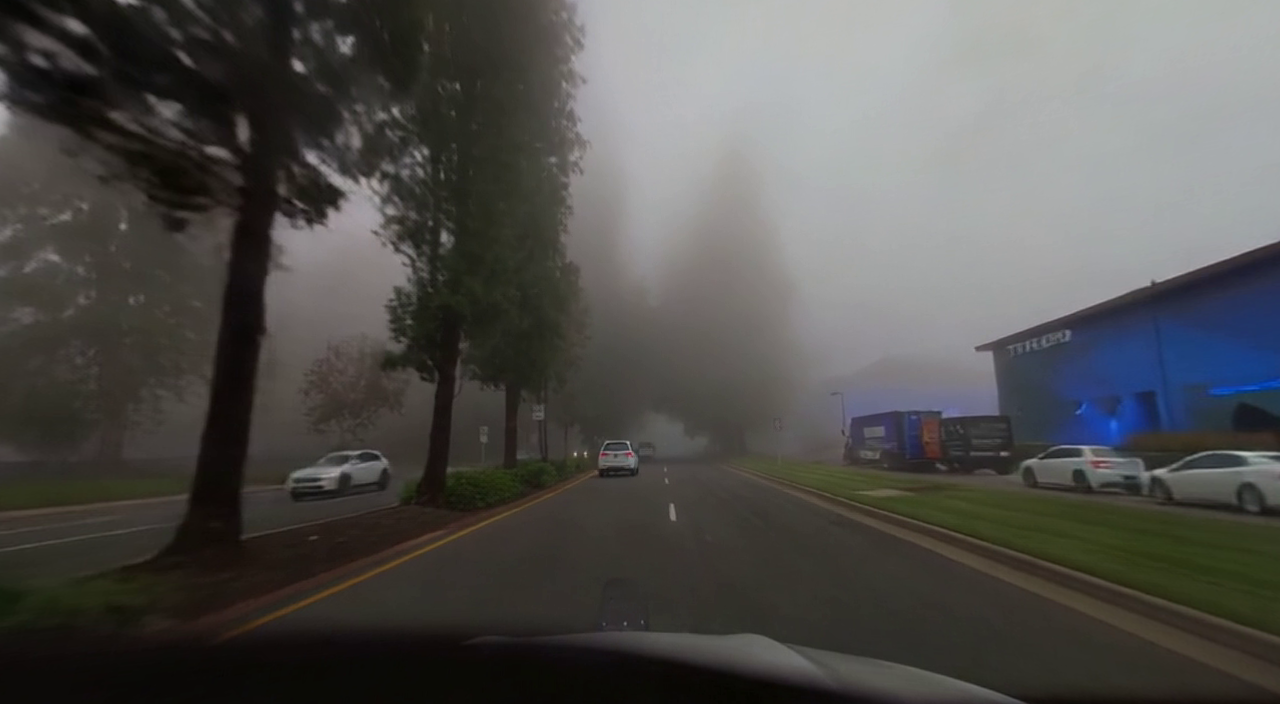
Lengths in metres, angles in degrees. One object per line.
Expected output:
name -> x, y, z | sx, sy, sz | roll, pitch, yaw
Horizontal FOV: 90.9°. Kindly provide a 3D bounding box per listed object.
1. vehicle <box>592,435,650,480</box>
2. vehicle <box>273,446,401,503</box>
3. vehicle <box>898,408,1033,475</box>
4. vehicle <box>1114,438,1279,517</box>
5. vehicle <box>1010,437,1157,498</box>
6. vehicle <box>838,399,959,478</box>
vehicle -> -0.712, 4.401, 26.649 | 2.129, 1.713, 4.314 | 0, -8, 3
vehicle -> -10.580, 4.247, 22.492 | 1.997, 1.775, 4.585 | 0, -8, 4
vehicle -> 13.505, 3.805, 26.900 | 2.507, 2.441, 6.959 | -1, -8, 5
vehicle -> 12.981, 2.676, 13.905 | 1.852, 1.457, 4.351 | 1, -8, 3
vehicle -> 13.408, 3.448, 19.378 | 1.686, 1.467, 3.955 | -5, -7, 3
vehicle -> 14.281, 4.911, 36.132 | 2.794, 3.710, 10.785 | -3, -8, 3
